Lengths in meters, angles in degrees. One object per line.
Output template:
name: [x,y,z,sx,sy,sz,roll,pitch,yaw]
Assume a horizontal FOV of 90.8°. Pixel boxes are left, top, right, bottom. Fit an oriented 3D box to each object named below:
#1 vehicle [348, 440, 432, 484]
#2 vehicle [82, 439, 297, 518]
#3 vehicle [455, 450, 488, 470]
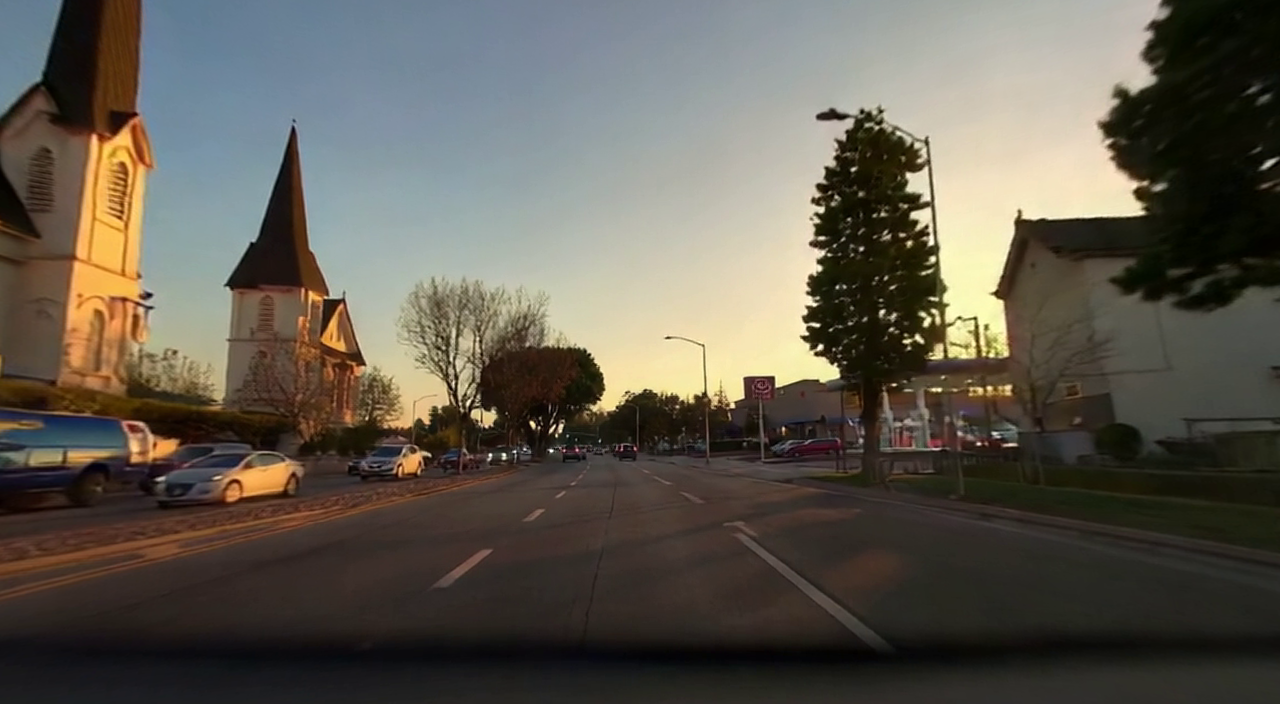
vehicle: [-11.953,5.271,30.638,2.206,1.922,4.968,-1,-9,-2]
vehicle: [-11.252,3.154,16.353,2.134,1.705,4.710,0,-9,-1]
vehicle: [-13.138,8.415,49.438,1.771,1.508,3.453,0,-9,-4]
